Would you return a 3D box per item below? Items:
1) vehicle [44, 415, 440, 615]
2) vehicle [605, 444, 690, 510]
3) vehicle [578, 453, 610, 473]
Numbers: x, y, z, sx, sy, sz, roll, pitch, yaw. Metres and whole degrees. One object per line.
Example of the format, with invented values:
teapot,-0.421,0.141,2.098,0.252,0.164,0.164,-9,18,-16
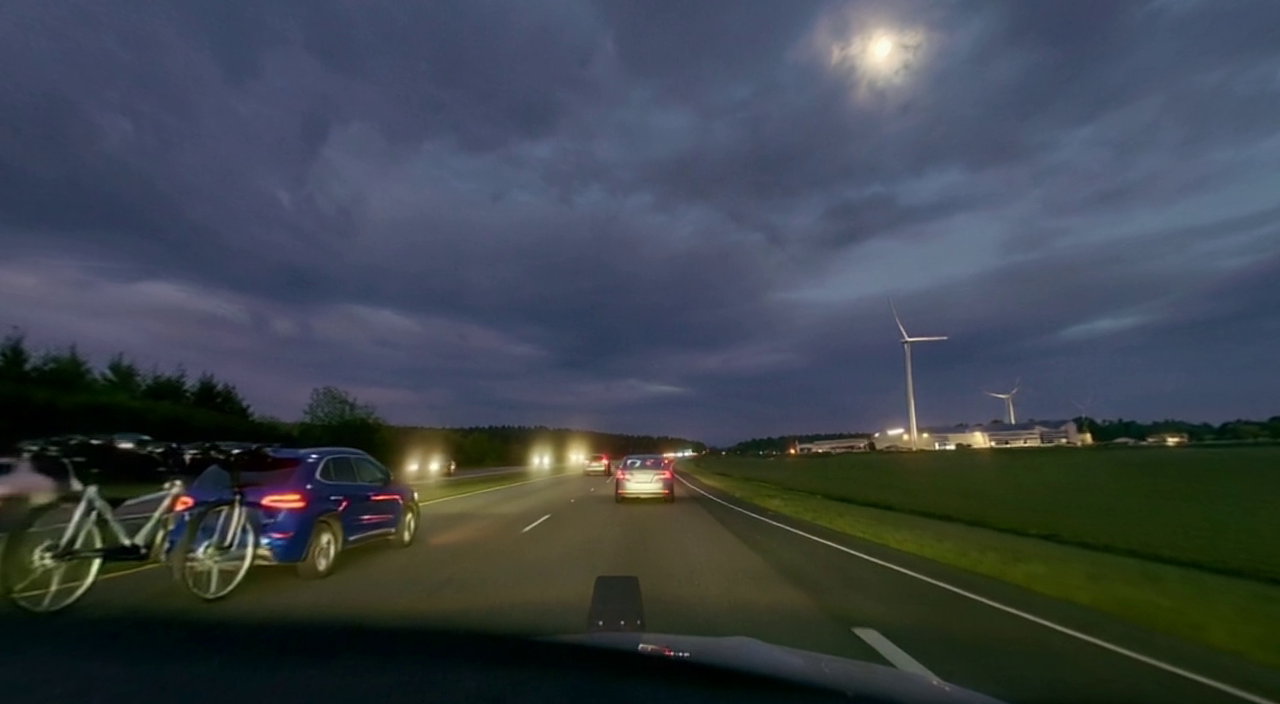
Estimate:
vehicle,-4.043,1.709,7.443,1.962,1.681,4.033,0,-9,1
vehicle,0.202,3.349,17.340,2.063,1.582,3.955,0,-9,1
vehicle,-3.487,8.499,48.440,2.059,1.455,4.205,0,-9,0
